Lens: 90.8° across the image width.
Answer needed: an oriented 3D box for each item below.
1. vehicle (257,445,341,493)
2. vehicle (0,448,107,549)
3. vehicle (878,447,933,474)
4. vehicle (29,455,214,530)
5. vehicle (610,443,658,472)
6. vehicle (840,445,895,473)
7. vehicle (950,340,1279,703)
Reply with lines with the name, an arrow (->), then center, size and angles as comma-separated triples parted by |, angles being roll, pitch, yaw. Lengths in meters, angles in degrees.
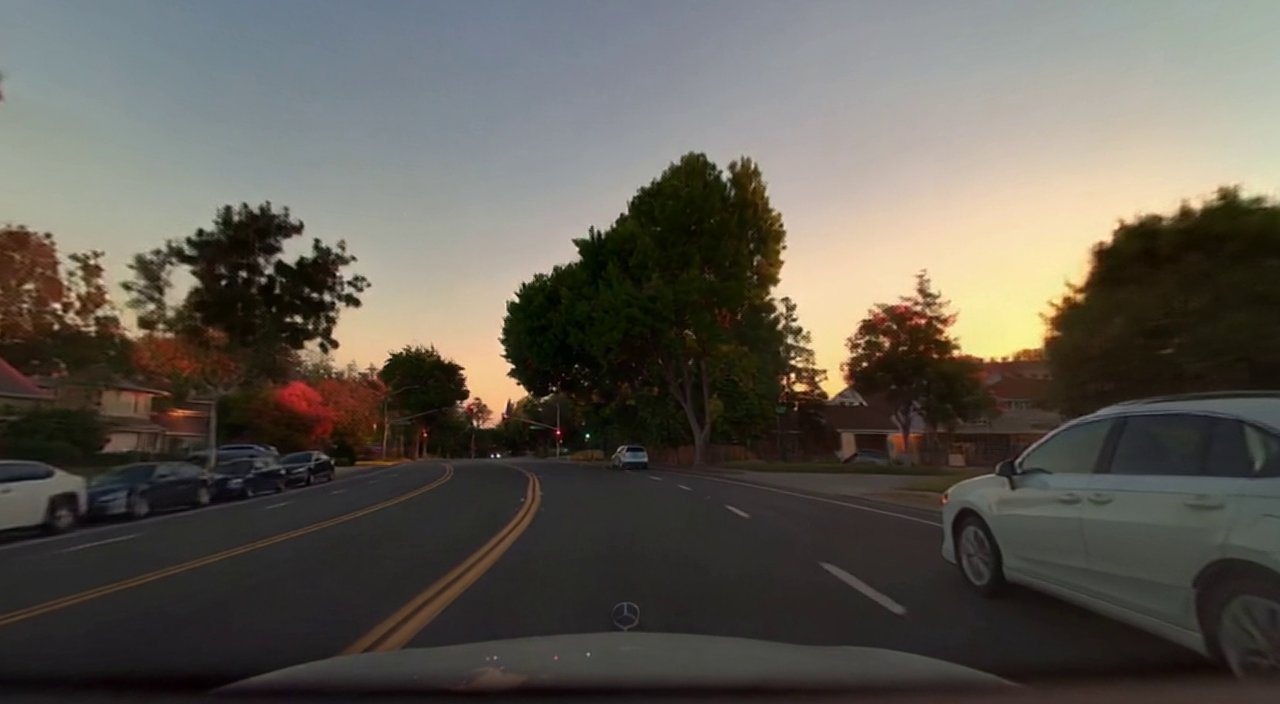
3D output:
vehicle -> -15.448, 5.255, 28.959 | 1.993, 1.801, 5.201 | -2, -8, -12
vehicle -> -12.723, 2.693, 11.641 | 2.146, 1.806, 4.733 | 1, -8, -9
vehicle -> 18.886, 7.723, 45.140 | 2.060, 1.769, 4.068 | 0, -8, -1
vehicle -> -13.185, 3.524, 16.476 | 1.829, 1.559, 4.288 | 1, -9, -11
vehicle -> -0.443, 6.271, 37.913 | 1.951, 1.620, 4.582 | 2, -9, -12
vehicle -> 16.175, 7.592, 45.193 | 2.044, 1.787, 4.597 | -2, -9, -1
vehicle -> 4.044, 0.925, 3.390 | 2.081, 1.828, 5.138 | 0, -8, -1
